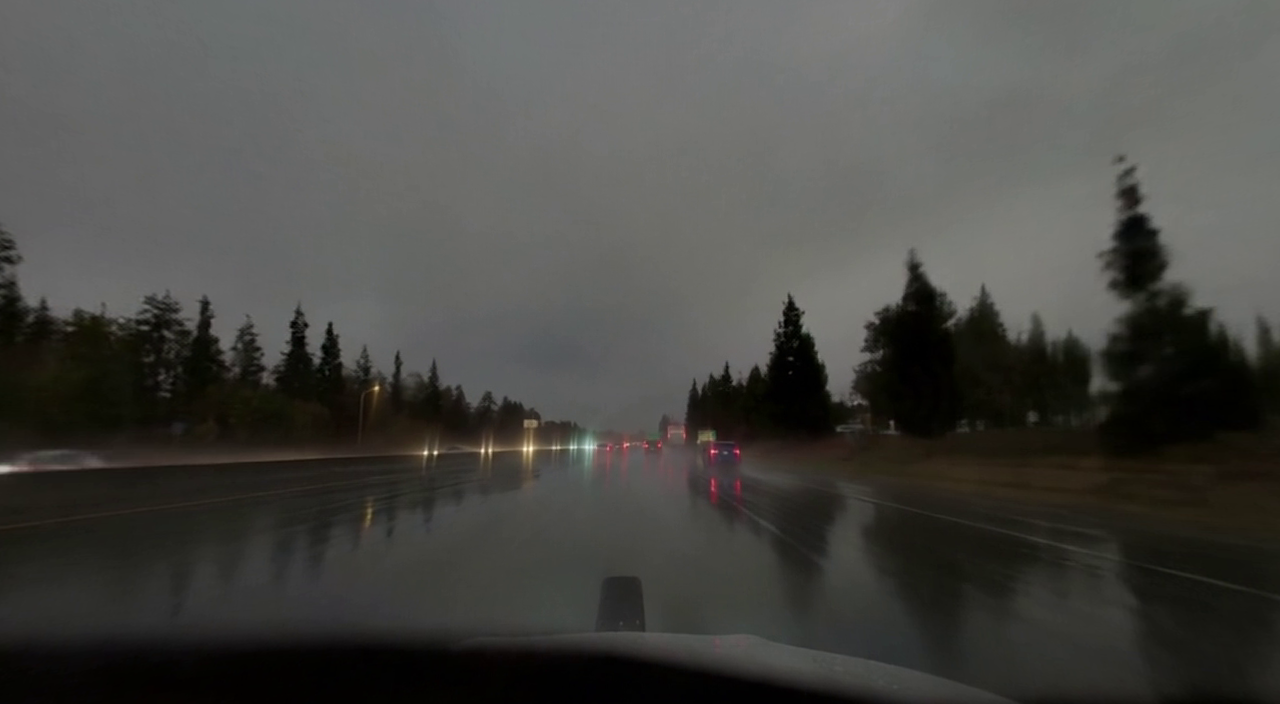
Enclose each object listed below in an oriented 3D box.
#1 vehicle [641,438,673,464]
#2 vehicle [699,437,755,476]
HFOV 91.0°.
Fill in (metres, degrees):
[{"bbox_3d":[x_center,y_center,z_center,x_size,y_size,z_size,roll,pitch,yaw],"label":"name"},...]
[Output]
[{"bbox_3d":[1.214,7.378,46.933,2.205,1.785,4.423,0,-9,0],"label":"vehicle"},{"bbox_3d":[4.079,4.972,30.143,2.082,1.720,4.393,0,-9,0],"label":"vehicle"}]
